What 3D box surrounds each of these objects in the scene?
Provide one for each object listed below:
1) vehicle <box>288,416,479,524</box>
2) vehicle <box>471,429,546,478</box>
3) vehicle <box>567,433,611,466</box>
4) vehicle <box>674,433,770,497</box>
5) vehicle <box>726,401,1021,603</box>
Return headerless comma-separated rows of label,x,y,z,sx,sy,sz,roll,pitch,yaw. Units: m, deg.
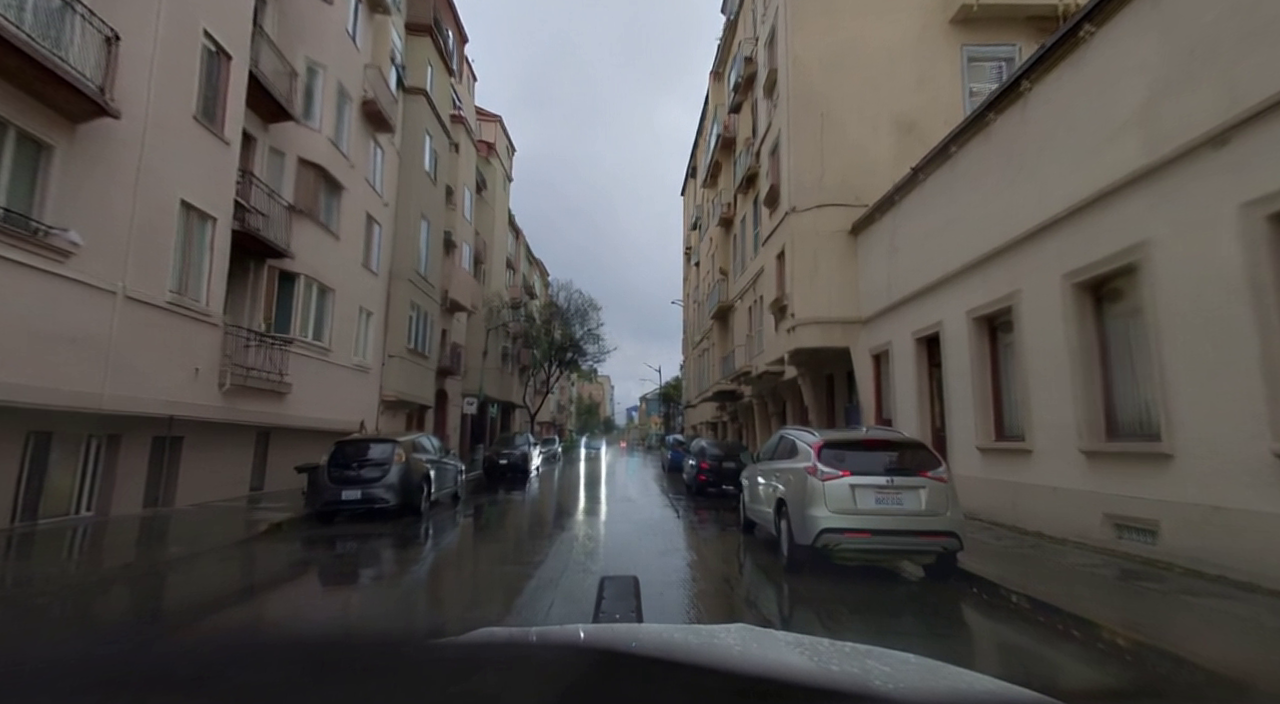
vehicle,-4.549,2.199,12.041,1.883,1.499,4.426,6,-10,-3
vehicle,-4.834,3.808,23.729,1.942,1.521,3.761,5,-9,0
vehicle,-2.455,4.789,31.127,1.845,1.544,3.388,0,-8,0
vehicle,1.992,2.877,16.586,1.786,1.447,4.314,0,-8,-2
vehicle,2.235,1.524,7.313,1.839,1.678,3.918,0,-8,-1
